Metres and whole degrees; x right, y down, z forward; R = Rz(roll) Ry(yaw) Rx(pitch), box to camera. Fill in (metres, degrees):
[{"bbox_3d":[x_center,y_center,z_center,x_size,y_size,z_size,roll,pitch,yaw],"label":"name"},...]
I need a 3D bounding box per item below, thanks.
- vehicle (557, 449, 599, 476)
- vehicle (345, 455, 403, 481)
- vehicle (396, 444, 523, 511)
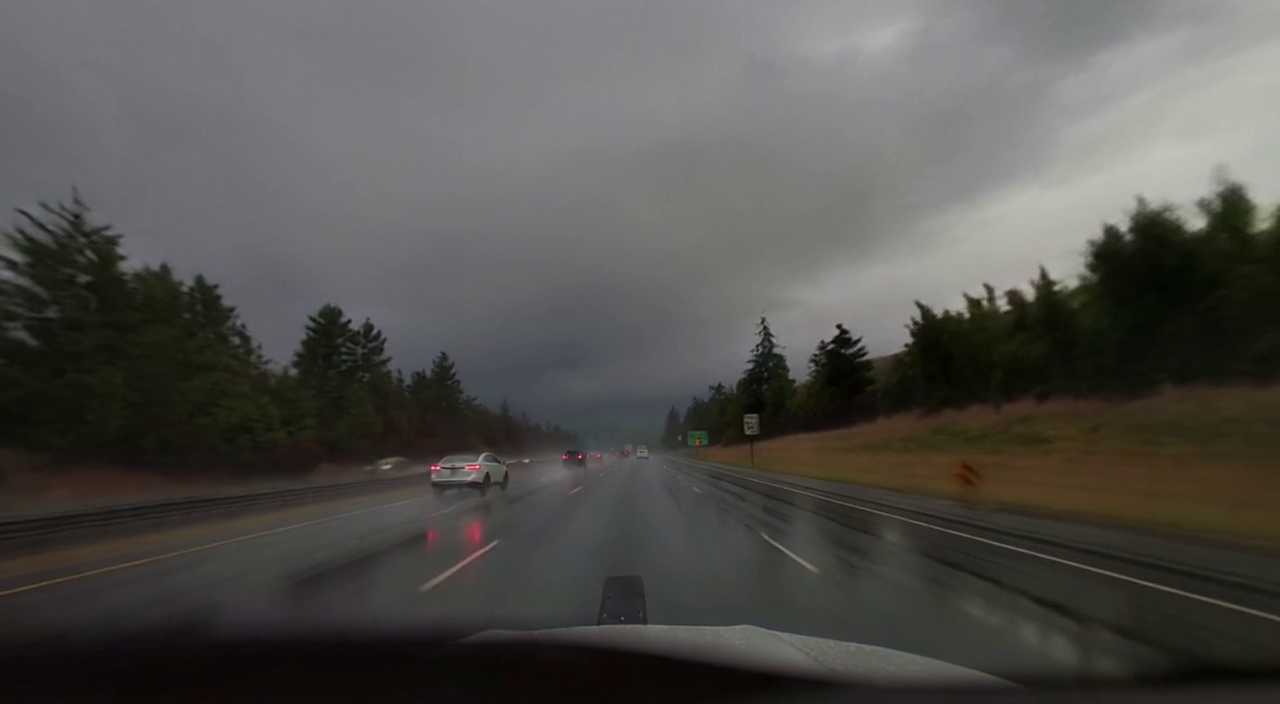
[{"bbox_3d":[-3.551,6.413,36.751,2.005,1.474,3.921,0,-9,1],"label":"vehicle"},{"bbox_3d":[-17.785,7.769,42.395,1.960,1.636,4.304,0,-9,1],"label":"vehicle"},{"bbox_3d":[-4.526,3.219,16.640,1.975,1.501,4.603,0,-9,0],"label":"vehicle"}]
